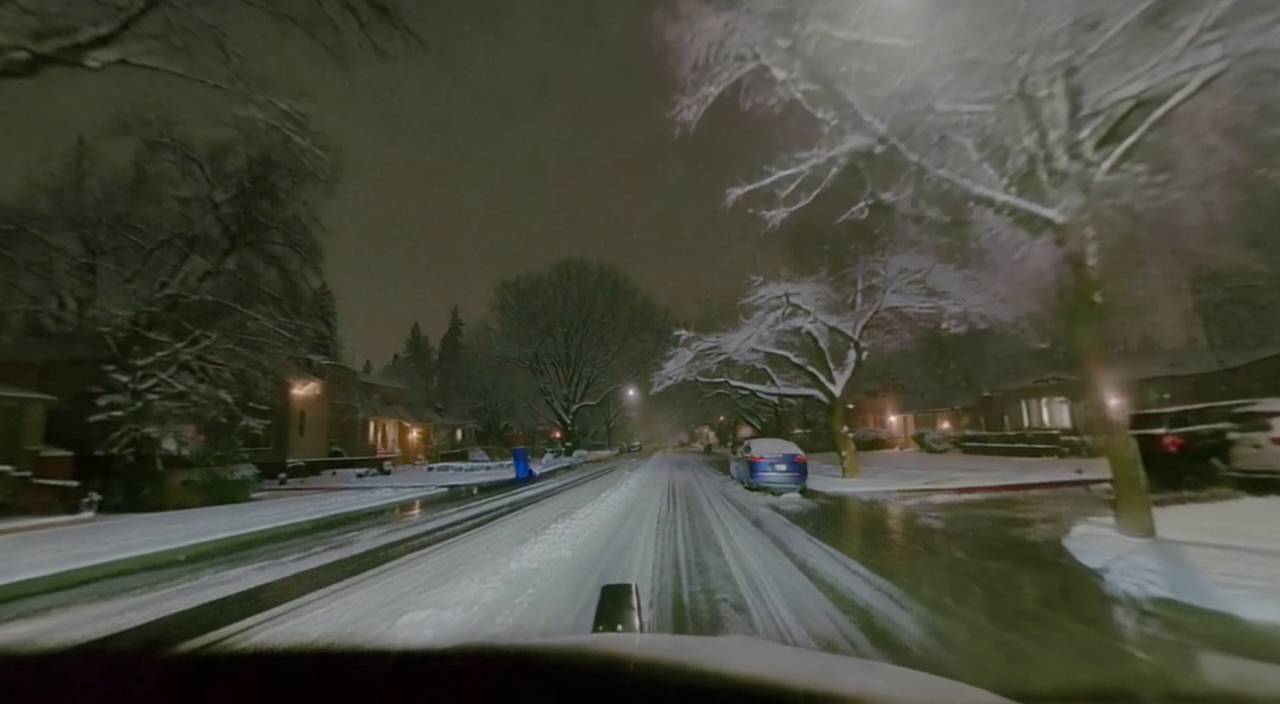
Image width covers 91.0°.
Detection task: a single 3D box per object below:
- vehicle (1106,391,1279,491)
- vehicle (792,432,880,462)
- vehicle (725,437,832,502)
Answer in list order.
[{"bbox_3d":[11.717,1.661,11.764,4.345,1.720,1.935,0,-8,2],"label":"vehicle"},{"bbox_3d":[11.843,5.782,38.253,4.710,1.512,1.894,-4,-9,3],"label":"vehicle"},{"bbox_3d":[3.510,3.061,16.823,2.006,1.494,4.211,0,-9,1],"label":"vehicle"}]
